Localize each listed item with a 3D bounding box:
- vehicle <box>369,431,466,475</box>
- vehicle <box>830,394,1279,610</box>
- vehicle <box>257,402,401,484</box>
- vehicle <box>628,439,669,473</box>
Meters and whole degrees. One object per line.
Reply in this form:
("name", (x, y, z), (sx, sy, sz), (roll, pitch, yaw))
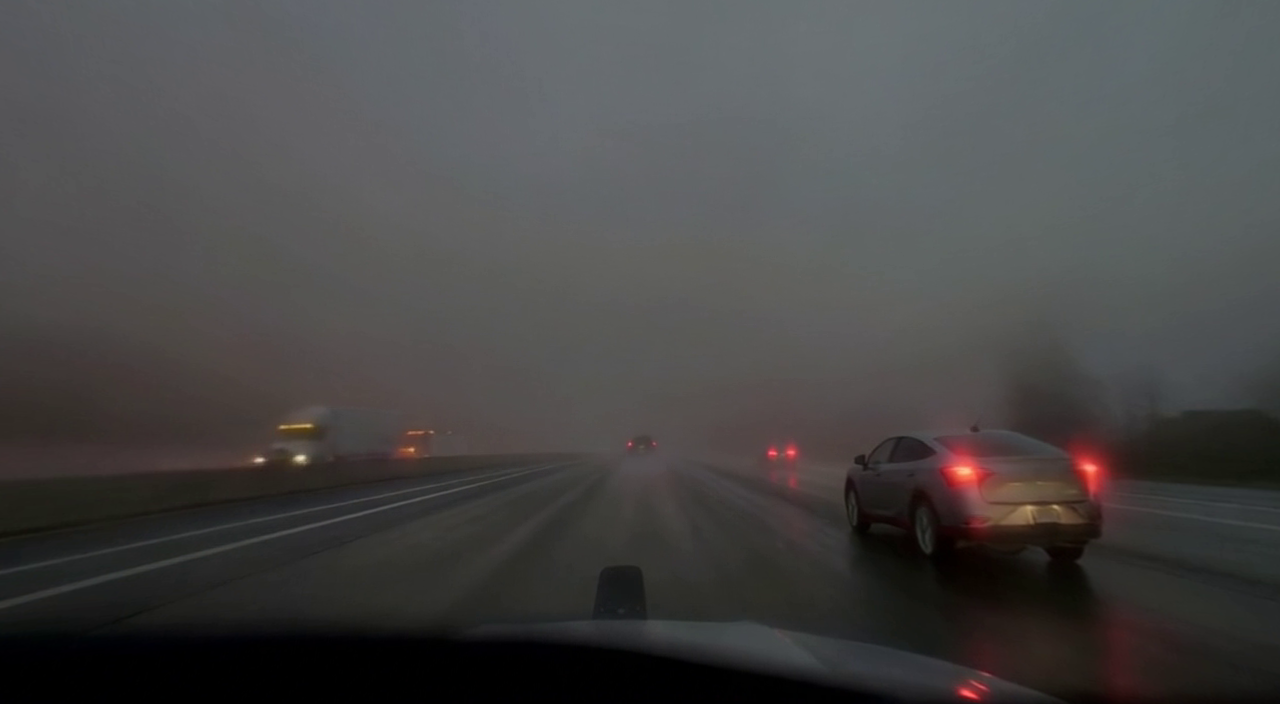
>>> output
("vehicle", (-15.670, 7.310, 45.636), (2.723, 2.765, 11.554), (0, -9, 1))
("vehicle", (4.003, 1.509, 7.286), (2.008, 1.595, 5.082), (0, -9, 0))
("vehicle", (-15.734, 4.767, 32.850), (3.049, 3.710, 8.153), (0, -9, 1))
("vehicle", (0.373, 5.484, 33.290), (2.015, 1.639, 4.086), (0, -9, -1))
